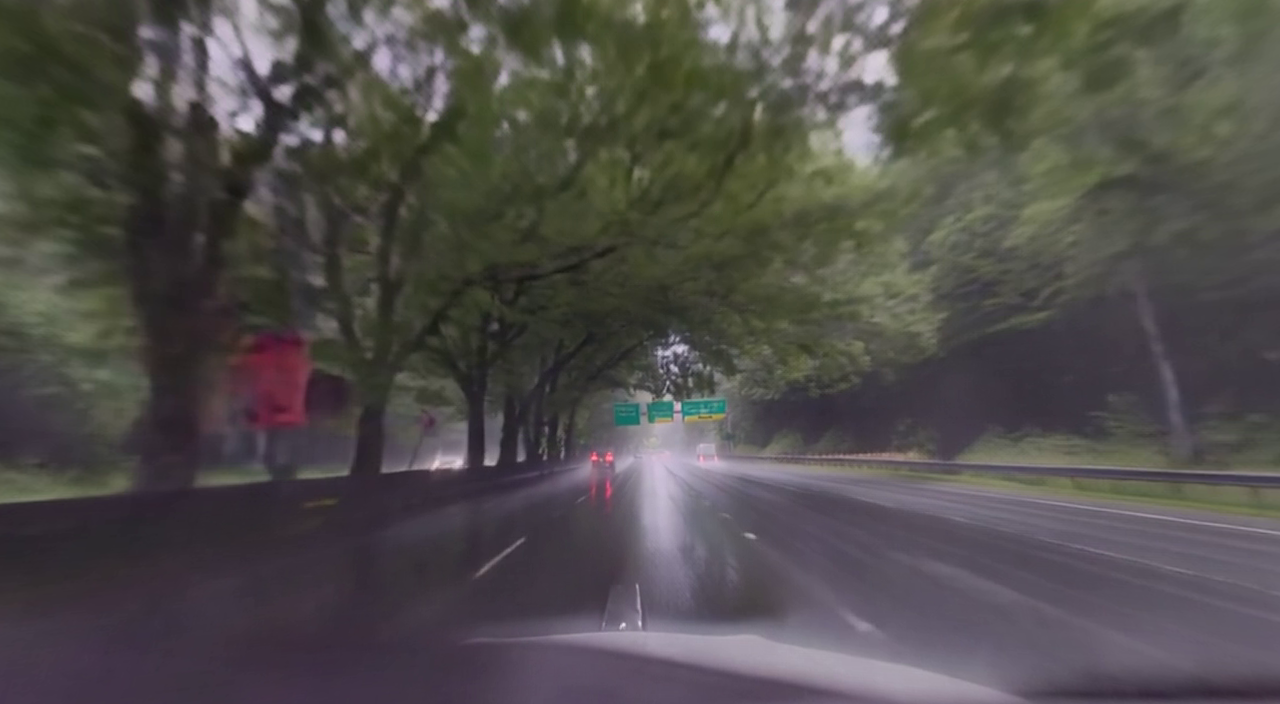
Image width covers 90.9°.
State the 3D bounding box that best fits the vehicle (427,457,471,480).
[{"bbox_3d":[-13.235,8.073,43.841,1.828,1.497,3.761,0,-9,1],"label":"vehicle"}]
